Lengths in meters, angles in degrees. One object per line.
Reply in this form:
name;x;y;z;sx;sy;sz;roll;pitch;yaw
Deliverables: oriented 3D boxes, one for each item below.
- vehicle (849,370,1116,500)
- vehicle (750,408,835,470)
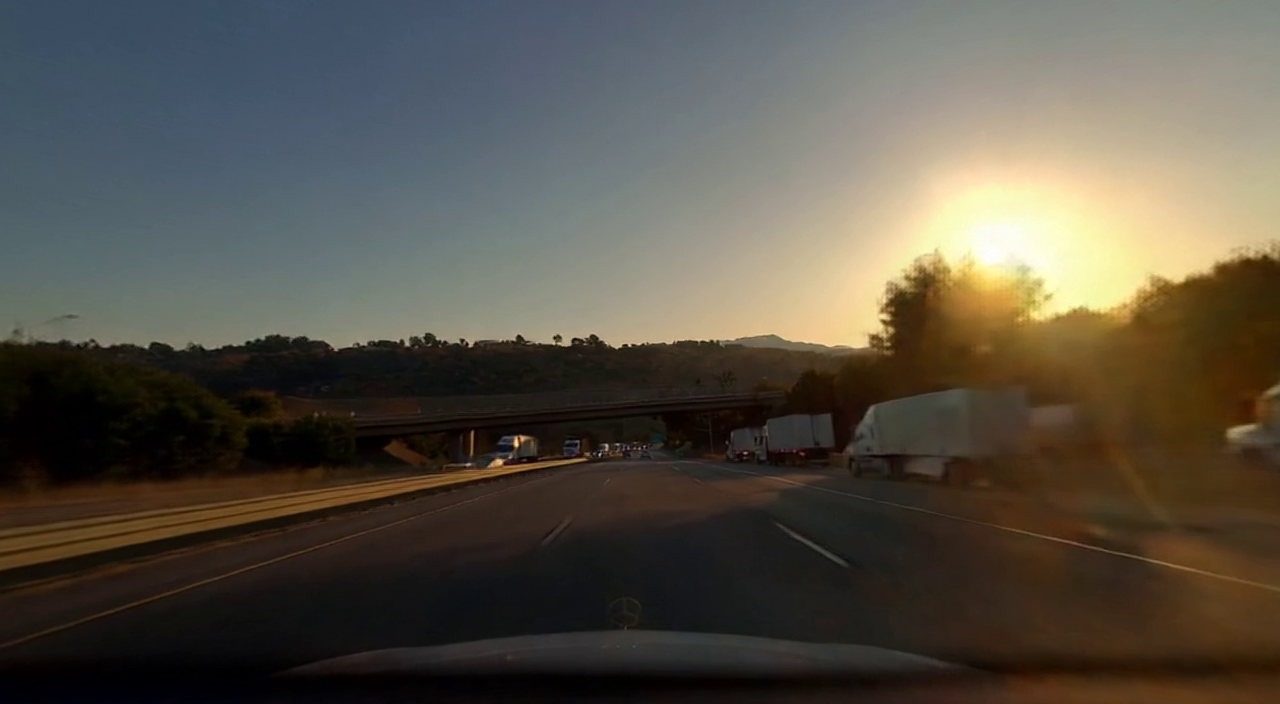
vehicle;11.345;3.183;23.281;2.741;3.505;12.591;0;-9;0
vehicle;11.247;6.787;48.216;2.850;4.038;14.497;0;-9;0
